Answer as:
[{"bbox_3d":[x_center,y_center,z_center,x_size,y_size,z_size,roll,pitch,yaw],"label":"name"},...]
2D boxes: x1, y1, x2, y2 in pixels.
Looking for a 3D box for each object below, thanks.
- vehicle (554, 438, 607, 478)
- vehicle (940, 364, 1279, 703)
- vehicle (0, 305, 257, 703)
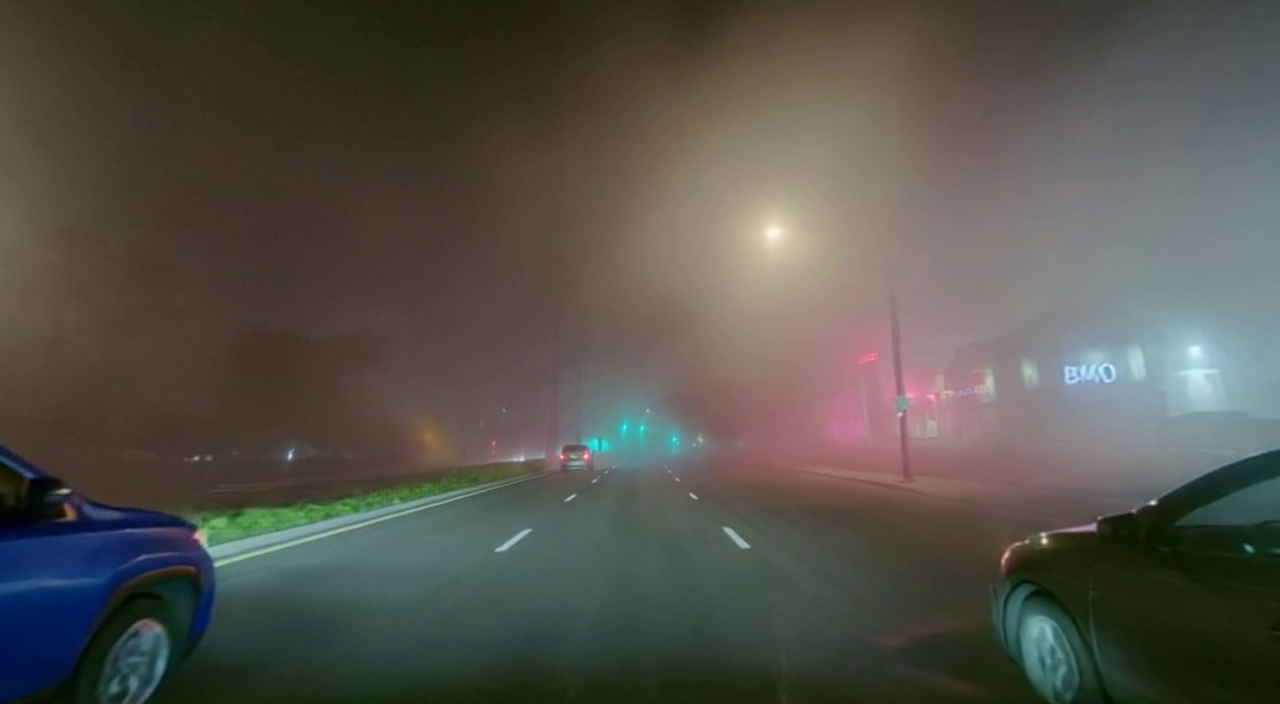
[{"bbox_3d":[-2.727,4.980,29.973,1.998,1.743,4.402,0,-8,1],"label":"vehicle"},{"bbox_3d":[2.823,0.789,1.781,1.946,1.513,4.133,0,-8,1],"label":"vehicle"},{"bbox_3d":[-3.213,0.633,1.317,2.058,1.804,4.391,0,-8,-1],"label":"vehicle"}]
